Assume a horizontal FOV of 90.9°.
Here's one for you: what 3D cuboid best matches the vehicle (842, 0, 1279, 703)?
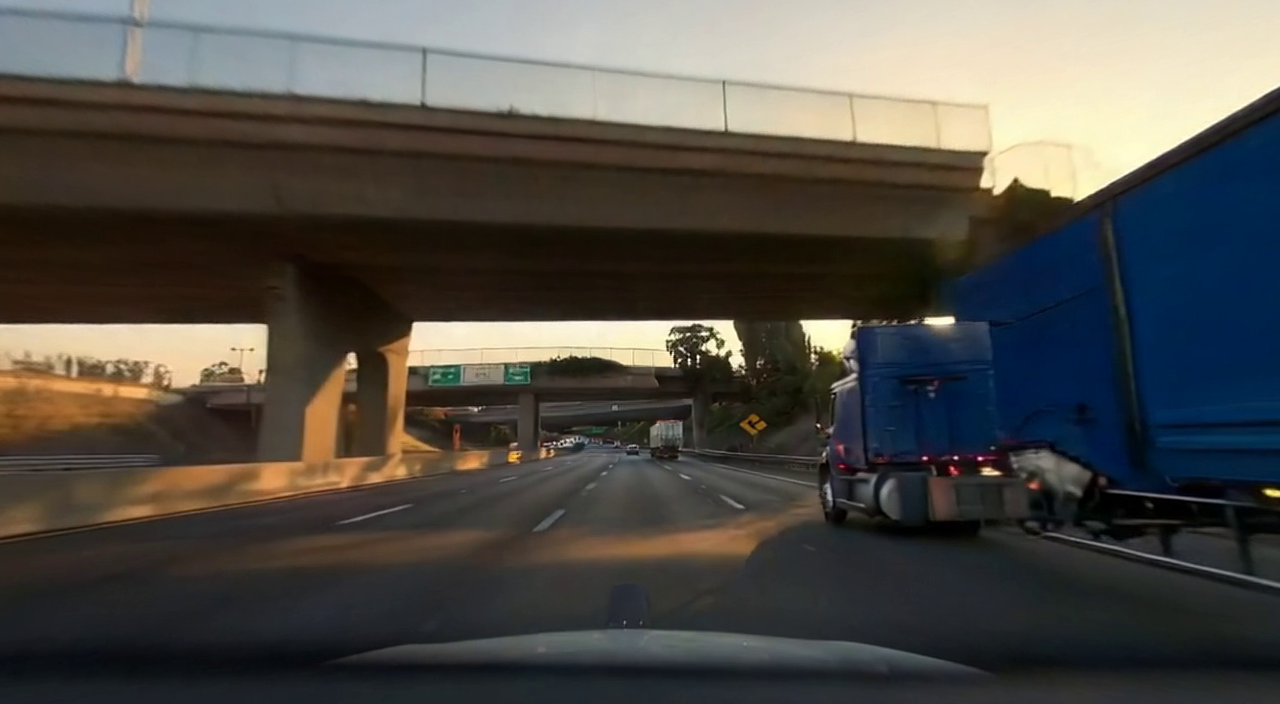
[{"bbox_3d":[4.396,-0.079,3.350,3.107,3.718,10.231,0,-9,-1],"label":"vehicle"}]
